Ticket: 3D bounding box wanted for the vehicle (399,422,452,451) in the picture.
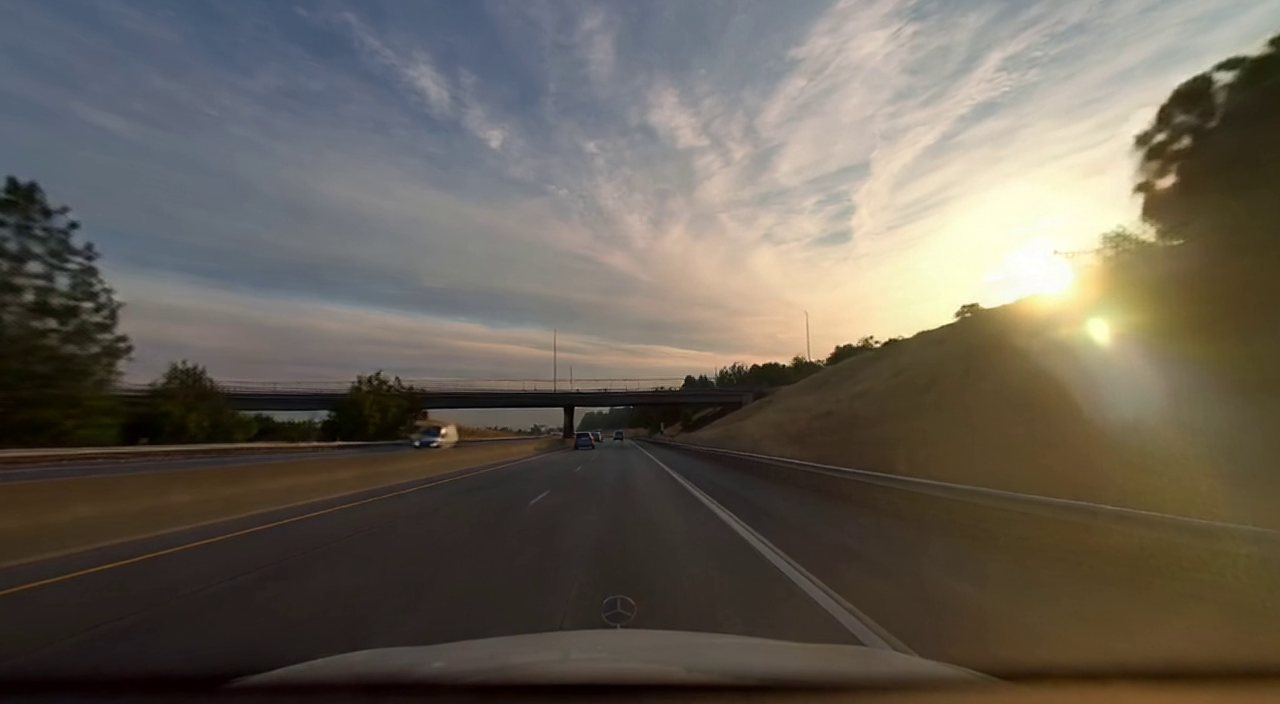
[{"bbox_3d":[-15.204,6.004,44.773,2.108,1.915,4.828,0,-8,0],"label":"vehicle"}]
